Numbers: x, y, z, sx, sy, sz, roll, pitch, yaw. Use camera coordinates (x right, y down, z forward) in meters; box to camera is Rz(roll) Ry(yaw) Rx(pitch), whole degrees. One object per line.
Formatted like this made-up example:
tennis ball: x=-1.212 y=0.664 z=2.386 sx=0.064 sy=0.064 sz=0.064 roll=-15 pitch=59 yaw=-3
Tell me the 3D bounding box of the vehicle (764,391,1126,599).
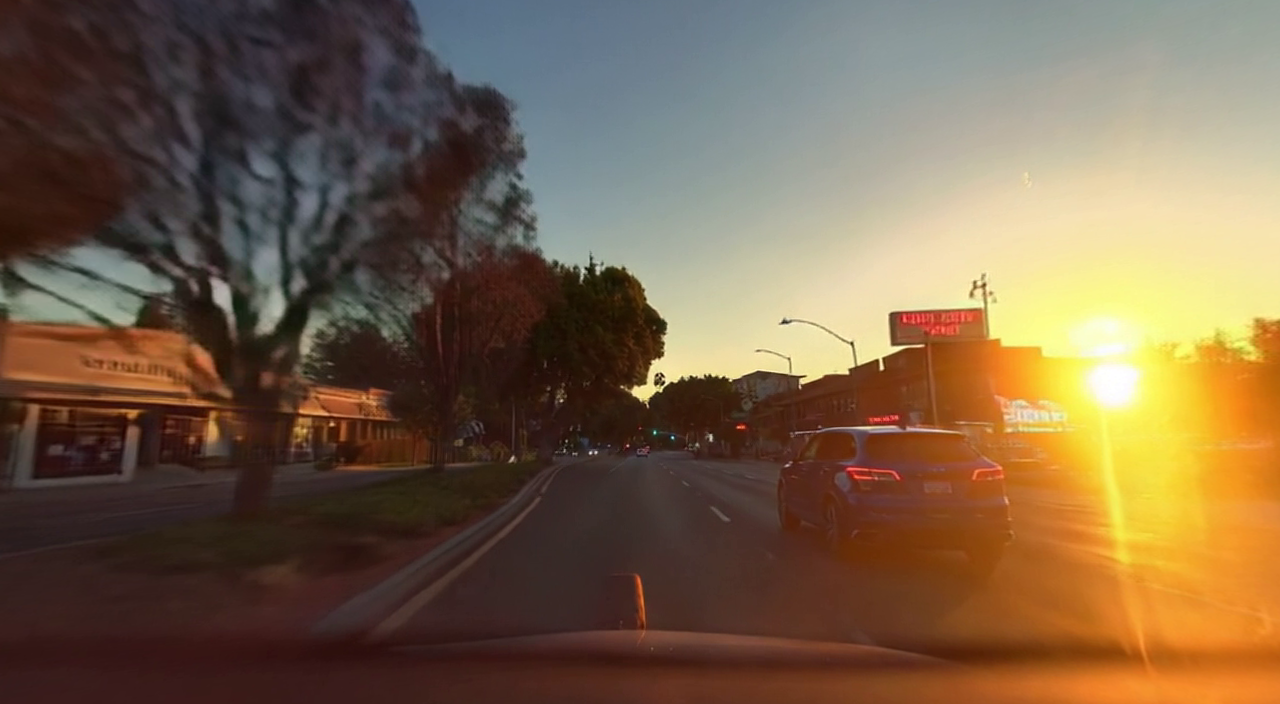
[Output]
vehicle: x=3.100 y=1.583 z=7.853 sx=2.130 sy=1.790 sz=4.615 roll=0 pitch=-9 yaw=-1
